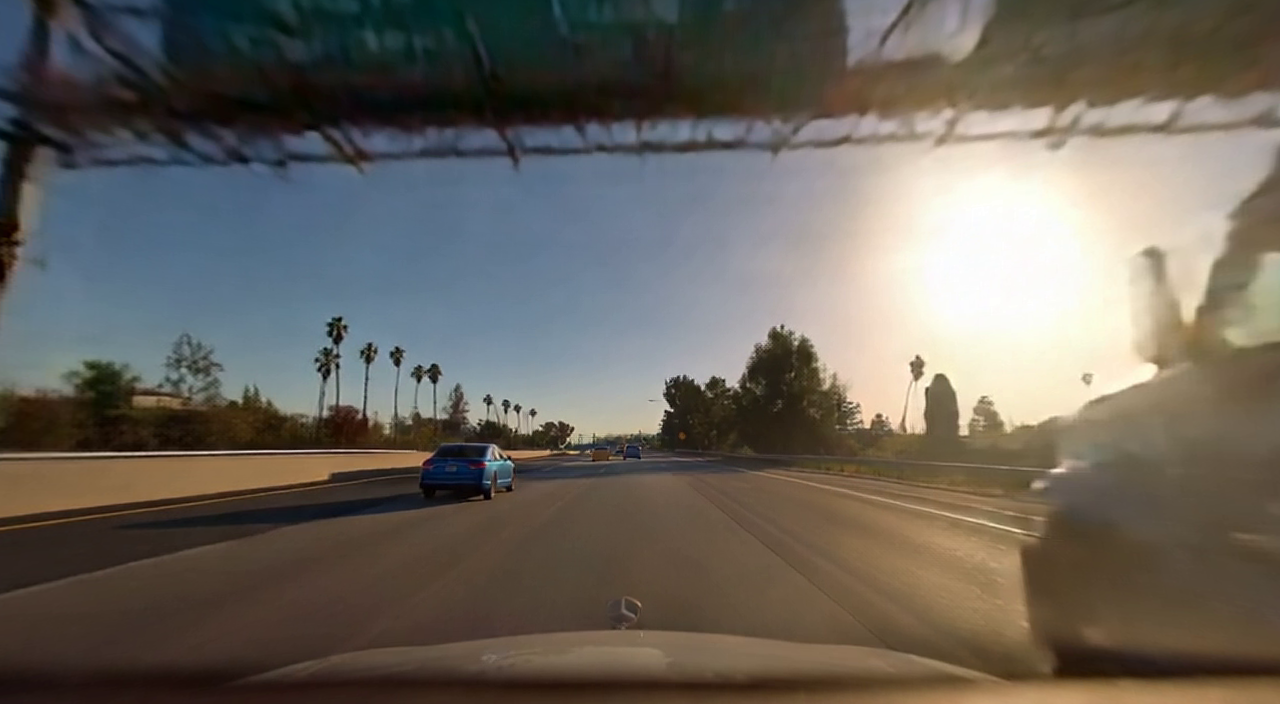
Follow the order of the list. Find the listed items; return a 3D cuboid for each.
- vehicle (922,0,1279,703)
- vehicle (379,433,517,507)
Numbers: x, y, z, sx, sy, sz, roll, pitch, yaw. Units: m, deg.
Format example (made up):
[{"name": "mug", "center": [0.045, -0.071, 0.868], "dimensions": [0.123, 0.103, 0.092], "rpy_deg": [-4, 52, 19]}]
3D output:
[{"name": "vehicle", "center": [3.535, -0.088, 1.224], "dimensions": [3.073, 3.886, 5.856], "rpy_deg": [0, -8, -1]}, {"name": "vehicle", "center": [-4.497, 2.829, 15.533], "dimensions": [2.120, 1.537, 4.139], "rpy_deg": [0, -8, 0]}]
